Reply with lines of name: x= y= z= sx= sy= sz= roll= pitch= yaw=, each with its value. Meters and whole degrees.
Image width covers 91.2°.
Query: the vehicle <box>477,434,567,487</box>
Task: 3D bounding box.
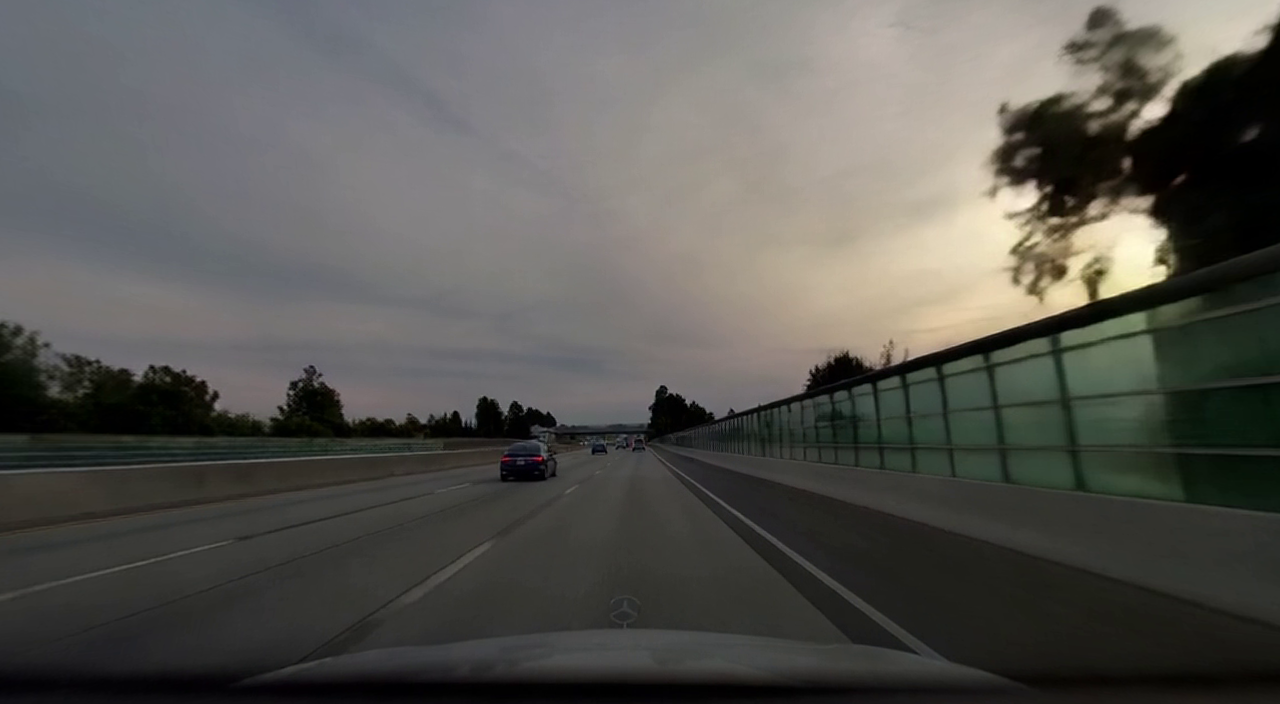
vehicle: x=-3.726 y=3.506 z=20.595 sx=2.059 sy=1.541 sz=4.296 roll=0 pitch=-8 yaw=1
